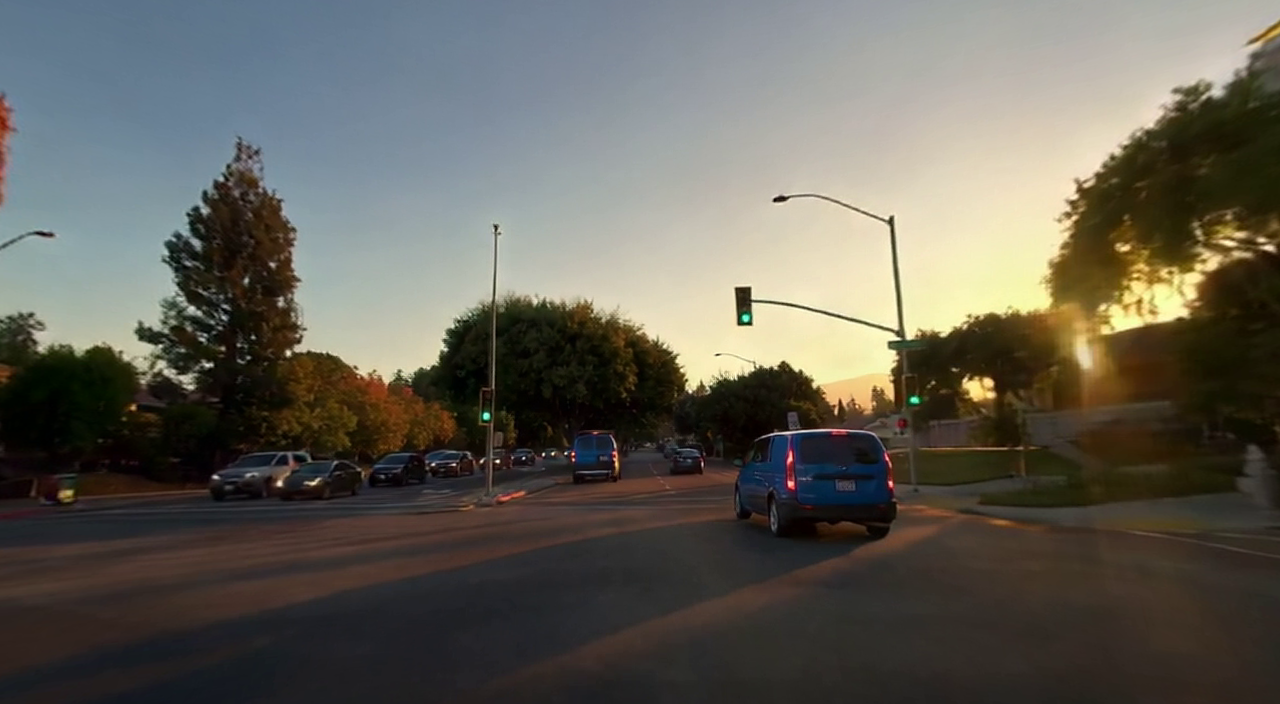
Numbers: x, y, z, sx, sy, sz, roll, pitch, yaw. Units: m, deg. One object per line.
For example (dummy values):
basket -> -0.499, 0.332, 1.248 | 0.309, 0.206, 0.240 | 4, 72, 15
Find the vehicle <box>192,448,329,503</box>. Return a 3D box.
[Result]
vehicle -> -15.561, 5.052, 26.450 | 2.299, 2.015, 5.743 | 0, -9, -2

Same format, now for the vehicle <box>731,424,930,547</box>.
vehicle -> 2.932, 2.156, 10.836 | 1.965, 1.671, 4.146 | 0, -9, -2

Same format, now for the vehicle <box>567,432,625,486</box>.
vehicle -> -1.746, 4.476, 26.699 | 2.228, 2.054, 4.309 | 0, -9, -1

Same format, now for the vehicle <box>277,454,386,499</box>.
vehicle -> -11.763, 4.756, 24.481 | 2.128, 1.496, 4.432 | 0, -9, -2

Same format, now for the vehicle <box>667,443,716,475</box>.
vehicle -> 2.799, 5.957, 35.468 | 2.248, 1.692, 4.252 | 0, -8, -2

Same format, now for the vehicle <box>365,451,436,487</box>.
vehicle -> -11.781, 5.746, 31.408 | 1.956, 1.625, 4.123 | 0, -9, 0

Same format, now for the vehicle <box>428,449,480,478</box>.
vehicle -> -11.591, 6.969, 39.640 | 1.988, 1.689, 4.047 | 0, -9, 0
